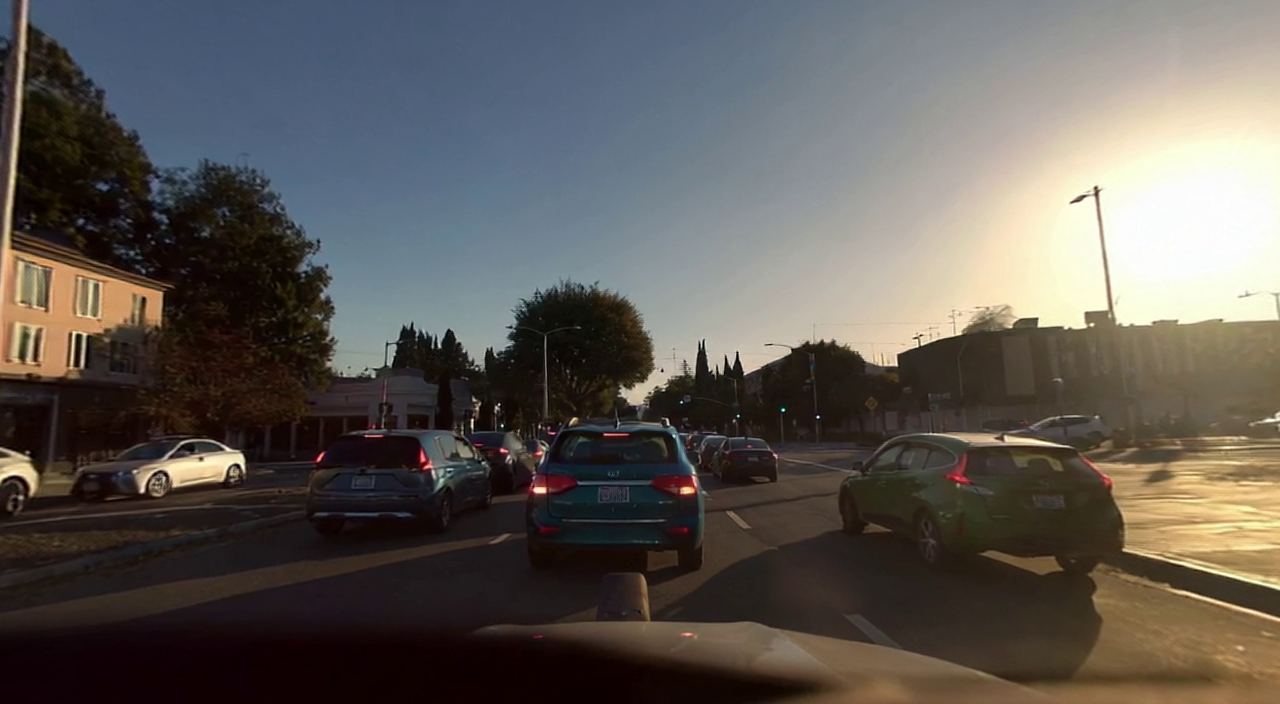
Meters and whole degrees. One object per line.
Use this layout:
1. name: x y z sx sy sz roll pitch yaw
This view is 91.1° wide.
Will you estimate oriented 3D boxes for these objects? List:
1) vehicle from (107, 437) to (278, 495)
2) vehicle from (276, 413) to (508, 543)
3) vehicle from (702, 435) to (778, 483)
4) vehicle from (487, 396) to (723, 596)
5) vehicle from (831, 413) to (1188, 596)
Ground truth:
1. vehicle: -15.241 3.888 21.902 1.972 1.759 5.347 0 -8 1
2. vehicle: -3.742 1.986 10.520 2.012 1.701 4.316 0 -8 2
3. vehicle: 3.324 3.635 21.614 1.948 1.475 4.093 0 -8 0
4. vehicle: -0.243 1.533 7.498 2.022 1.700 4.084 0 -8 2
5. vehicle: 3.771 1.601 7.399 1.847 1.554 3.885 0 -8 1
